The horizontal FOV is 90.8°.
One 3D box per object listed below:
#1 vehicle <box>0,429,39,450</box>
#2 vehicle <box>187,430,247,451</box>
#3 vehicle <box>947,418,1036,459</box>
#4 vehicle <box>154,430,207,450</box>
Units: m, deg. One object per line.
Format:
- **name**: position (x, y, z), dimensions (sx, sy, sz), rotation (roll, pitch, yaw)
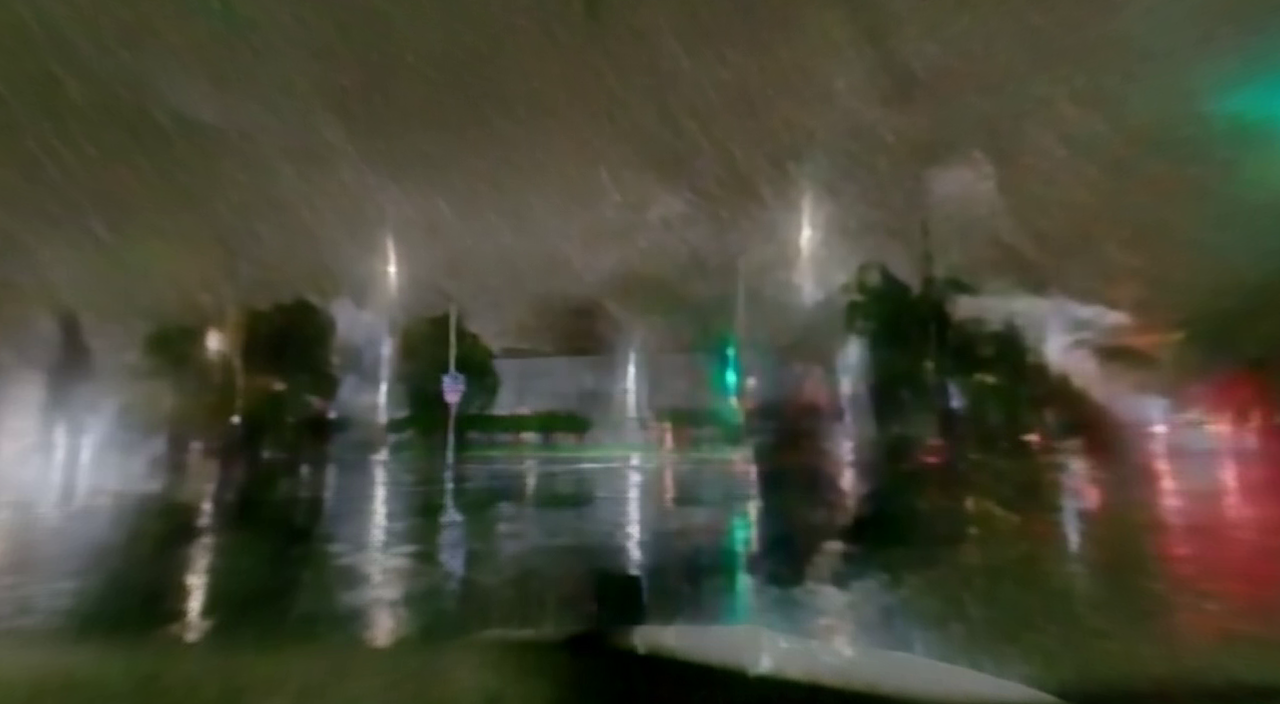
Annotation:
- **vehicle**: position (-47.067, 6.546, 47.076), dimensions (4.386, 1.481, 2.037), rotation (-6, -10, 31)
- **vehicle**: position (-30.103, 6.325, 44.898), dimensions (4.605, 1.456, 1.870), rotation (-6, -11, 34)
- **vehicle**: position (14.005, 3.463, 25.046), dimensions (2.149, 1.477, 4.186), rotation (-8, -11, 40)
- **vehicle**: position (-35.937, 6.918, 49.329), dimensions (4.549, 1.452, 1.846), rotation (-6, -11, 35)
